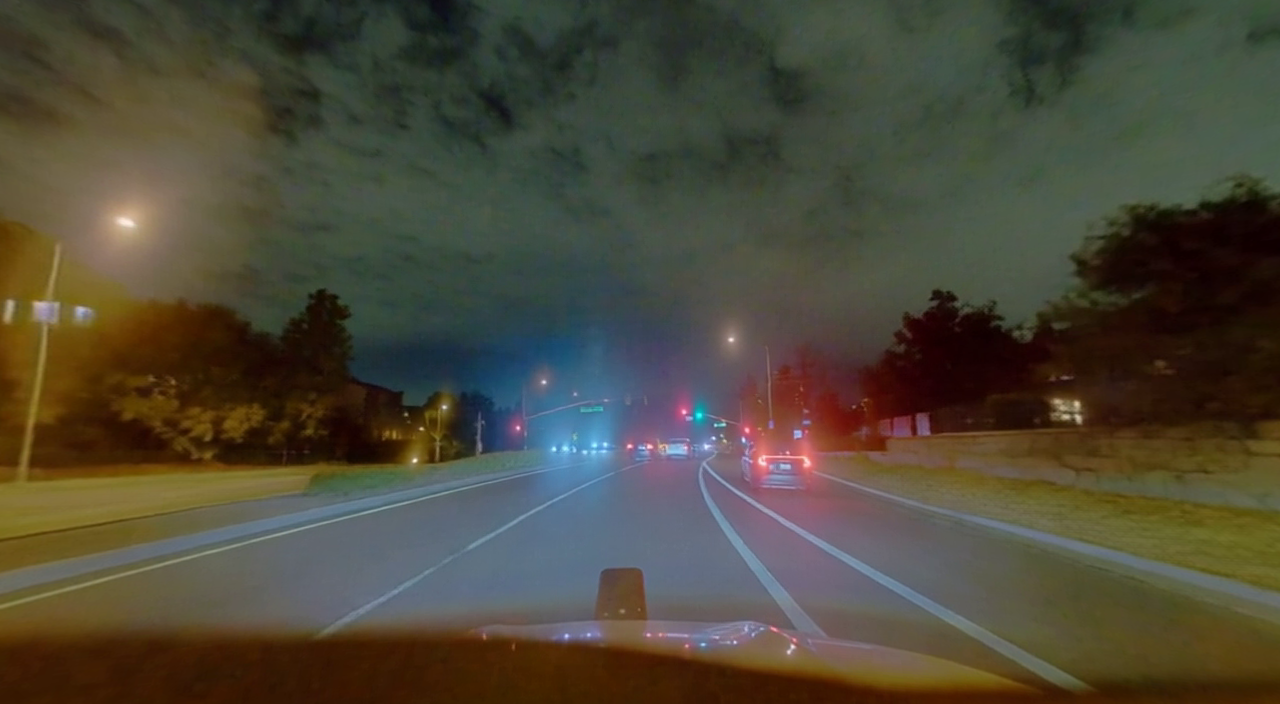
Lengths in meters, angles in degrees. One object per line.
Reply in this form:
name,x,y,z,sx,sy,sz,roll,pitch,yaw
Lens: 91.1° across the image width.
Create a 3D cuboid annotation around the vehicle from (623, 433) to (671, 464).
vehicle,0.497,5.957,38.822,2.152,1.822,4.391,-2,-9,11
